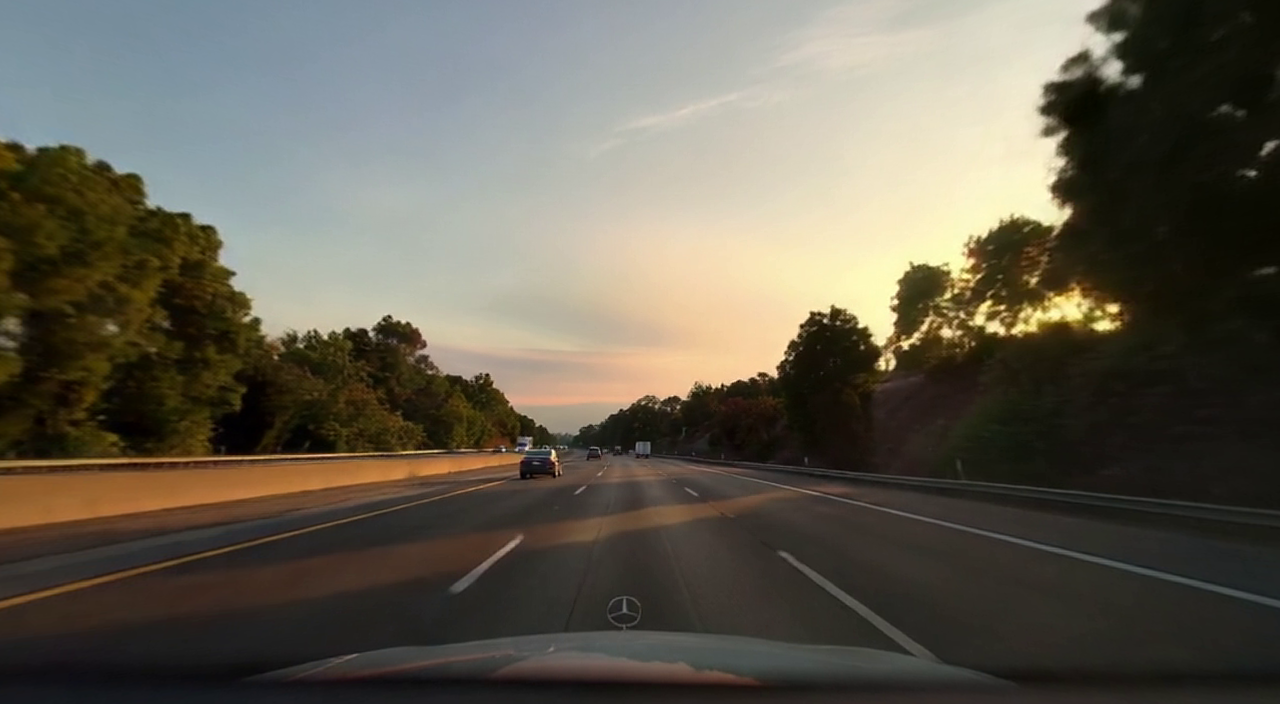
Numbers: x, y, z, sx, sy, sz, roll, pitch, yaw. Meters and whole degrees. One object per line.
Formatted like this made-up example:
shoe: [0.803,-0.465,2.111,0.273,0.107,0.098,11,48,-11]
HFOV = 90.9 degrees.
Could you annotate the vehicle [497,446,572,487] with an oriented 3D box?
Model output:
vehicle: [-4.074,4.504,25.150,2.169,1.473,4.631,0,-9,0]
